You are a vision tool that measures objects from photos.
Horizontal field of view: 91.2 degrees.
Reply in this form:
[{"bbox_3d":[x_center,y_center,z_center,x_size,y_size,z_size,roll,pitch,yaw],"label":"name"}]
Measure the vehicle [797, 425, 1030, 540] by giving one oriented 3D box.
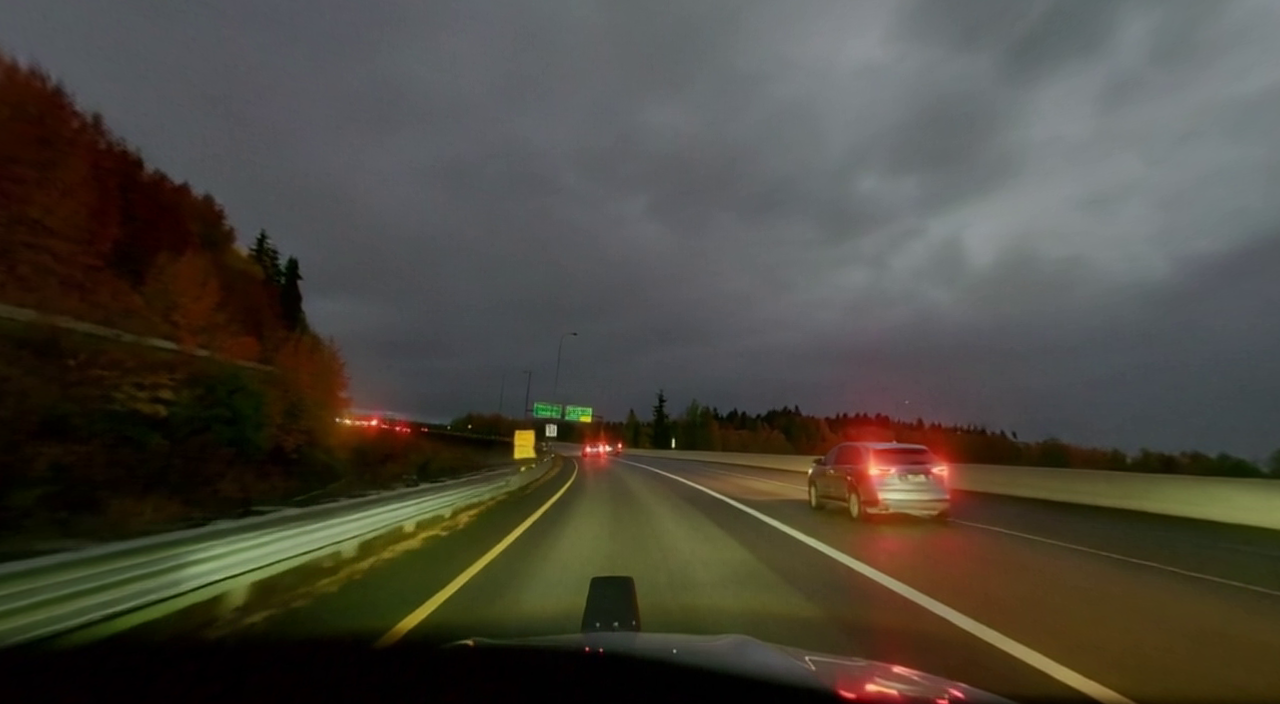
[{"bbox_3d":[4.291,2.114,10.695,1.952,1.536,4.036,0,-9,-3],"label":"vehicle"}]
